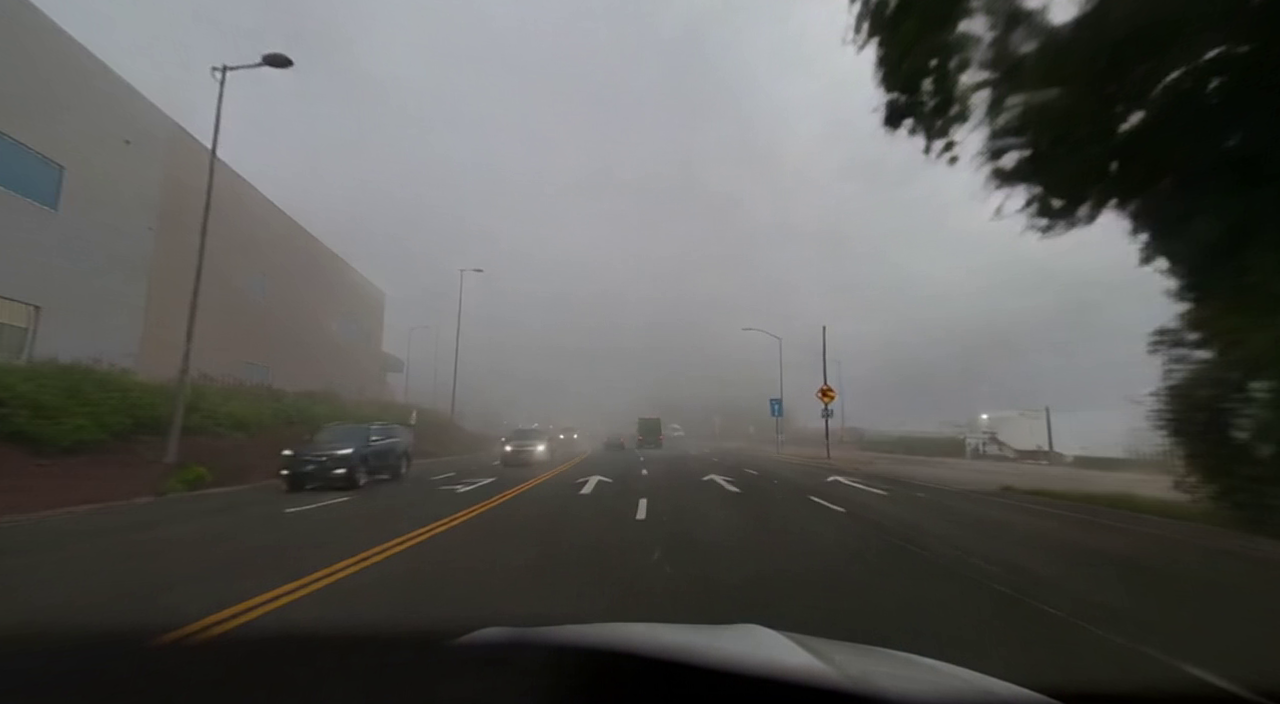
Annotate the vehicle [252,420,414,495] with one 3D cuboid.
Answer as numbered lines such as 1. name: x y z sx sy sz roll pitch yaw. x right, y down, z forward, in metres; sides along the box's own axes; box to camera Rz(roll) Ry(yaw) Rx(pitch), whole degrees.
1. vehicle: -7.362 2.542 15.639 1.957 1.588 3.965 0 -7 1

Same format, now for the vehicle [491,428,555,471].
1. vehicle: -4.395 3.696 24.243 1.727 1.519 3.805 0 -7 0
